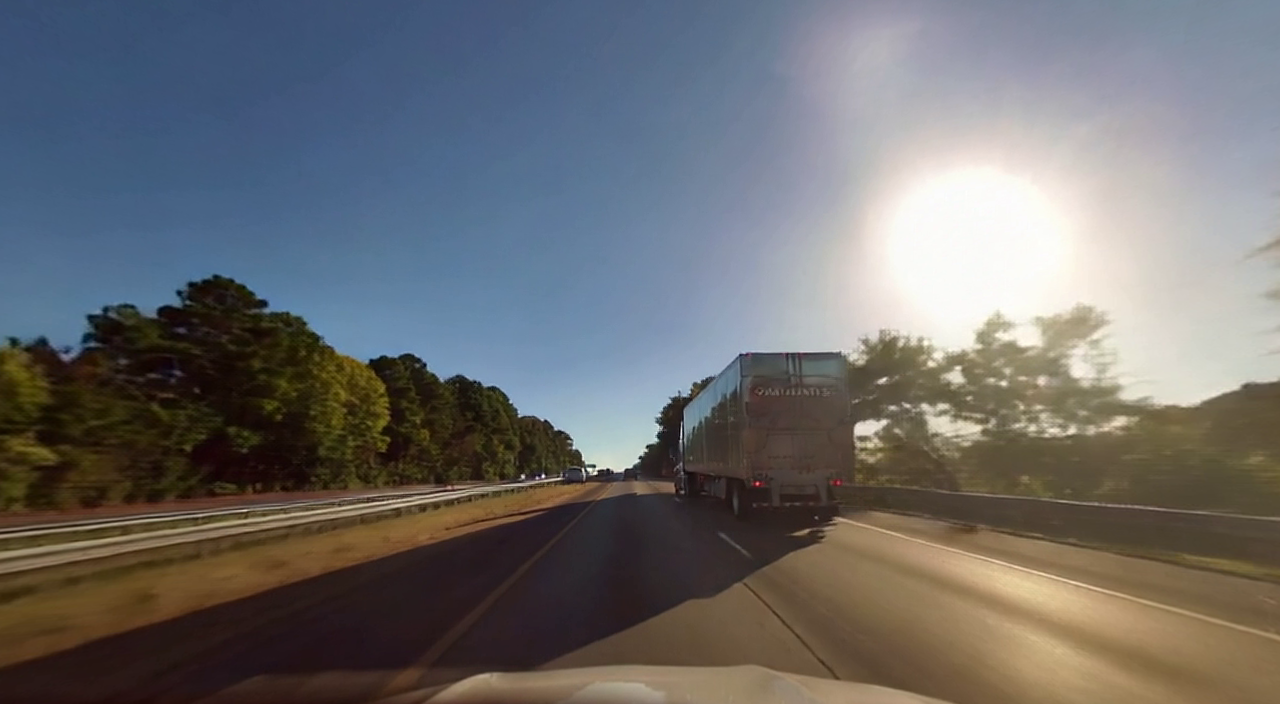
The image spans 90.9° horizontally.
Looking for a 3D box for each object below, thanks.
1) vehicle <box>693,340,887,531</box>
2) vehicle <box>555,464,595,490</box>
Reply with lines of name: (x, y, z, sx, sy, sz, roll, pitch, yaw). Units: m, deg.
vehicle: (3.593, 2.698, 18.708, 2.871, 4.032, 10.642, 1, -10, -1)
vehicle: (-4.197, 8.179, 41.481, 2.180, 1.556, 4.895, 1, -10, 0)
